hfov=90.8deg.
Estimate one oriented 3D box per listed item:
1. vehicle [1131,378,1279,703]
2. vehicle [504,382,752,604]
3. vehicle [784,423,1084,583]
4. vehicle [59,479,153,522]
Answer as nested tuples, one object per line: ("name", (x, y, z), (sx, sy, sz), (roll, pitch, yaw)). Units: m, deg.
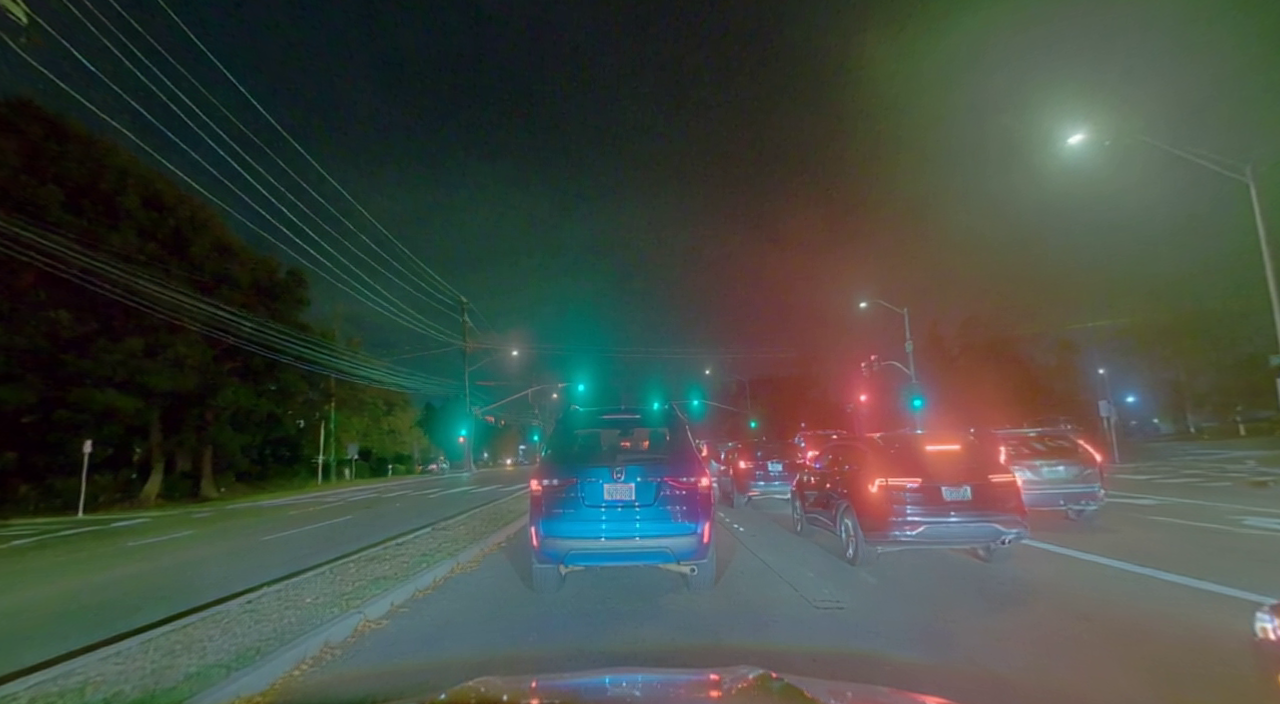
("vehicle", (3.275, 0.628, 0.756), (1.889, 1.517, 4.308), (0, -9, 0))
("vehicle", (-0.142, 1.585, 7.922), (2.231, 1.998, 4.254), (0, -9, -1))
("vehicle", (3.457, 1.844, 8.584), (1.880, 1.579, 4.401), (0, -9, -1))
("vehicle", (-26.341, 7.328, 31.151), (4.526, 1.715, 1.989), (-11, -13, 29))
